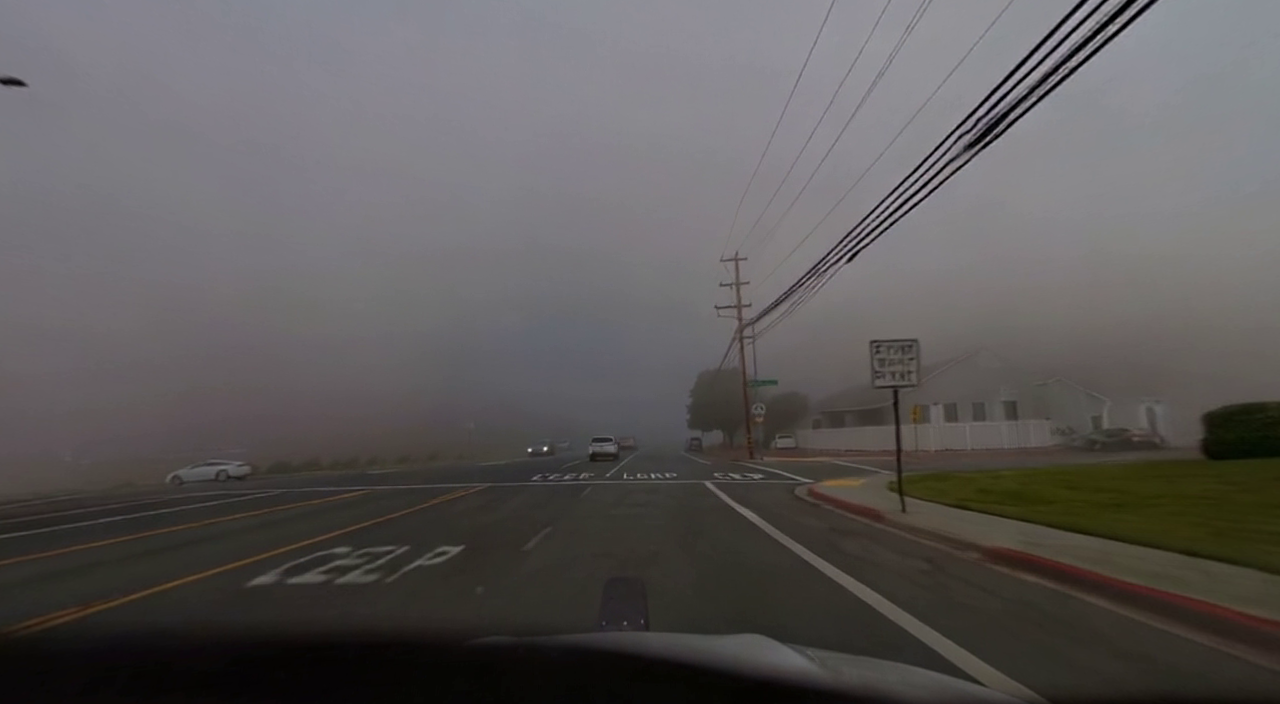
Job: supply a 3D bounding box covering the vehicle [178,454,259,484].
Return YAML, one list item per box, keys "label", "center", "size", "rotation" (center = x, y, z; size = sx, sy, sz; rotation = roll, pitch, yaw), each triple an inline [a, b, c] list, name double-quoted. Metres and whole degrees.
- label: "vehicle"
  center: [-27.244, 7.554, 40.969]
  size: [1.938, 1.725, 4.846]
  rotation: [0, -8, 0]

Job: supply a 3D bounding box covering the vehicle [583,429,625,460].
- label: "vehicle"
  center: [-2.232, 6.005, 40.832]
  size: [2.327, 1.861, 4.941]
  rotation: [0, -8, 1]

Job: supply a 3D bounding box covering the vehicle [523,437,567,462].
- label: "vehicle"
  center: [-6.188, 6.425, 41.759]
  size: [2.155, 1.533, 4.530]
  rotation: [-1, -8, 1]
